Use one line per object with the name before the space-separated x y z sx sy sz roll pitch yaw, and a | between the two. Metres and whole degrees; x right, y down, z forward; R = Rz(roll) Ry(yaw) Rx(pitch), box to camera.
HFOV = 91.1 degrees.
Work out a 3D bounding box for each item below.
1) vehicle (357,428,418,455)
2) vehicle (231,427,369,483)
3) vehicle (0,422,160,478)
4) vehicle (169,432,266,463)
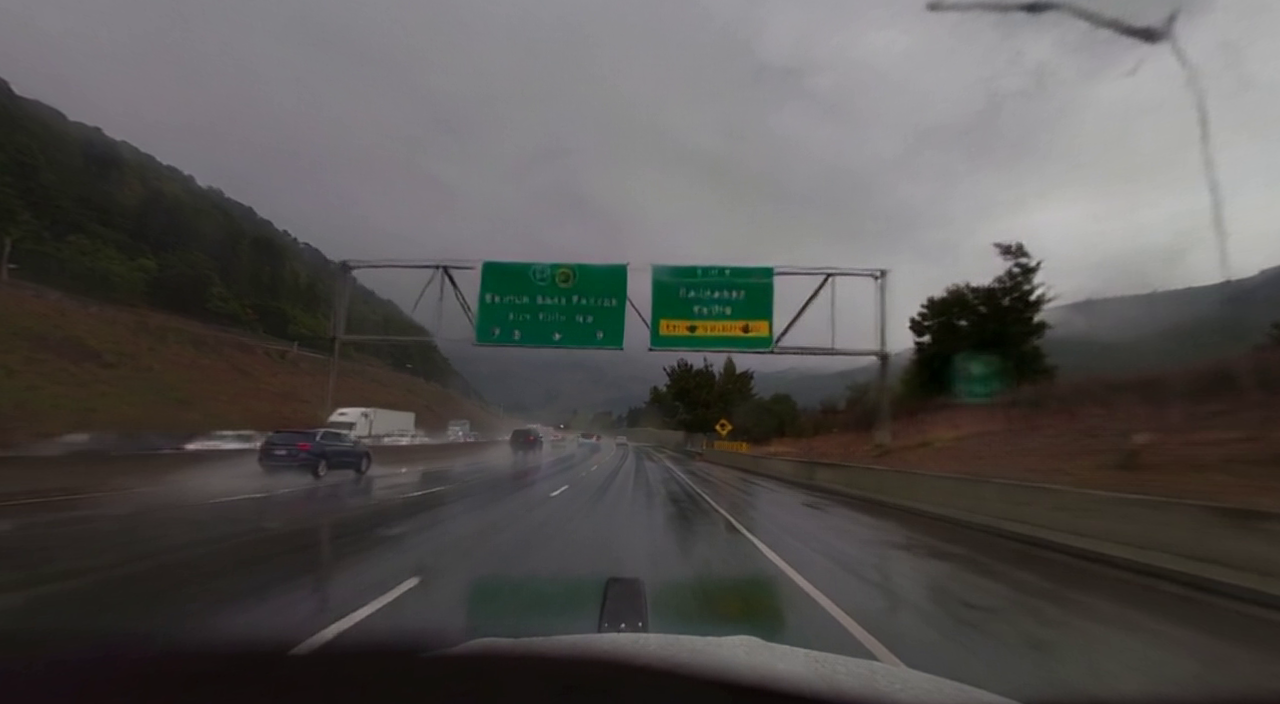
vehicle | -18.606 6.667 46.598 2.179 1.790 5.517 1 -9 1
vehicle | -11.097 3.389 20.947 2.001 1.625 4.528 1 -8 1
vehicle | -18.071 3.110 20.095 1.889 1.546 4.305 1 -8 1
vehicle | -21.882 4.967 32.760 1.843 1.468 4.587 1 -8 0
